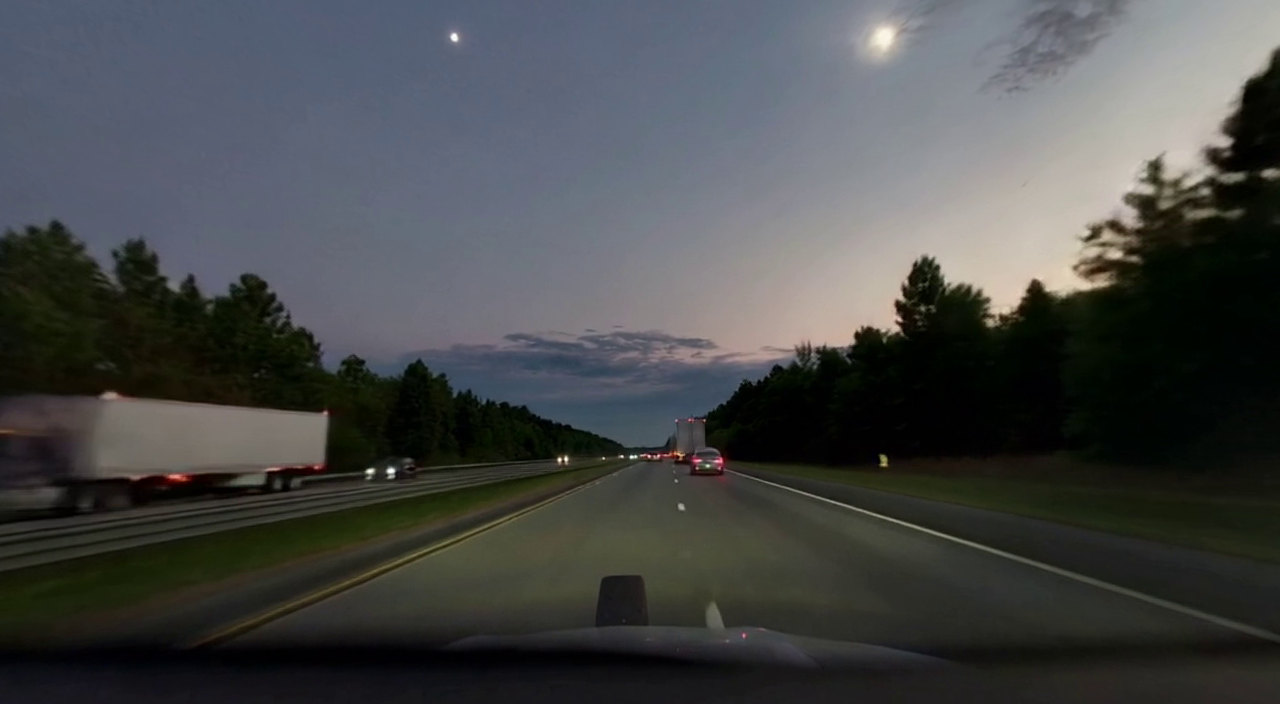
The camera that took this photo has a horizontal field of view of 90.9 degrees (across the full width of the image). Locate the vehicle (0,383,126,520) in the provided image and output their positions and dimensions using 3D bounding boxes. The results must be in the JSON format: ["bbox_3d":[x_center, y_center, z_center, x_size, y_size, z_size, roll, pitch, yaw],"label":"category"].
[{"bbox_3d":[-19.844,3.021,19.148,3.014,3.887,5.930,0,-9,2],"label":"vehicle"}]

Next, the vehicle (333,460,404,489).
[{"bbox_3d":[-15.268,6.895,35.696,1.858,1.474,4.390,0,-9,2],"label":"vehicle"}]

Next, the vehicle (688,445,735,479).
[{"bbox_3d":[3.713,5.775,33.405,2.096,1.653,4.185,0,-9,1],"label":"vehicle"}]

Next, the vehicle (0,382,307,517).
[{"bbox_3d":[-19.659,4.000,26.001,3.532,3.991,14.550,0,-9,2],"label":"vehicle"}]
